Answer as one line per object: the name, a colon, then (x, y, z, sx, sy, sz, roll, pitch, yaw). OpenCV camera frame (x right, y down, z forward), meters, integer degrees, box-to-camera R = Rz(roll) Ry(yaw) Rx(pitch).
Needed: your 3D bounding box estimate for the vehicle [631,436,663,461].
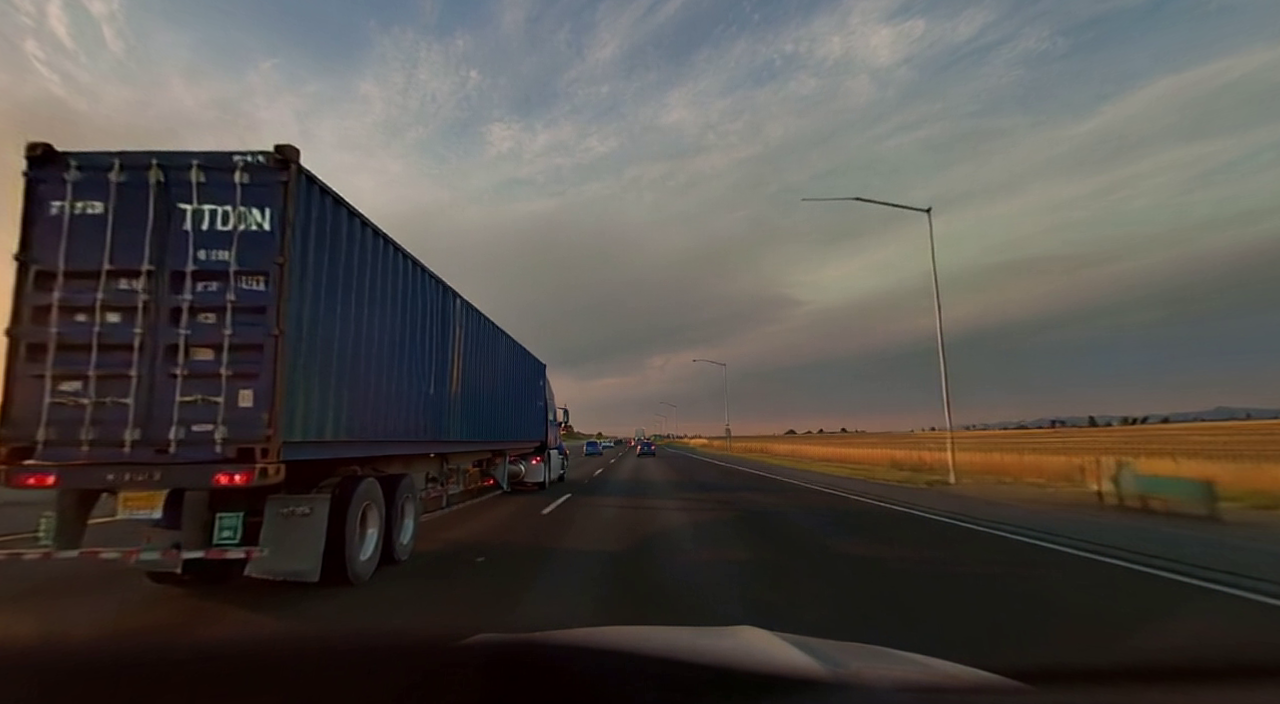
vehicle: (0.450, 6.813, 44.603, 2.136, 1.718, 4.157, 0, -8, 0)

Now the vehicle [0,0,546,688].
vehicle: (-3.997, 0.720, 10.192, 2.840, 4.032, 13.388, 0, -8, 0)
